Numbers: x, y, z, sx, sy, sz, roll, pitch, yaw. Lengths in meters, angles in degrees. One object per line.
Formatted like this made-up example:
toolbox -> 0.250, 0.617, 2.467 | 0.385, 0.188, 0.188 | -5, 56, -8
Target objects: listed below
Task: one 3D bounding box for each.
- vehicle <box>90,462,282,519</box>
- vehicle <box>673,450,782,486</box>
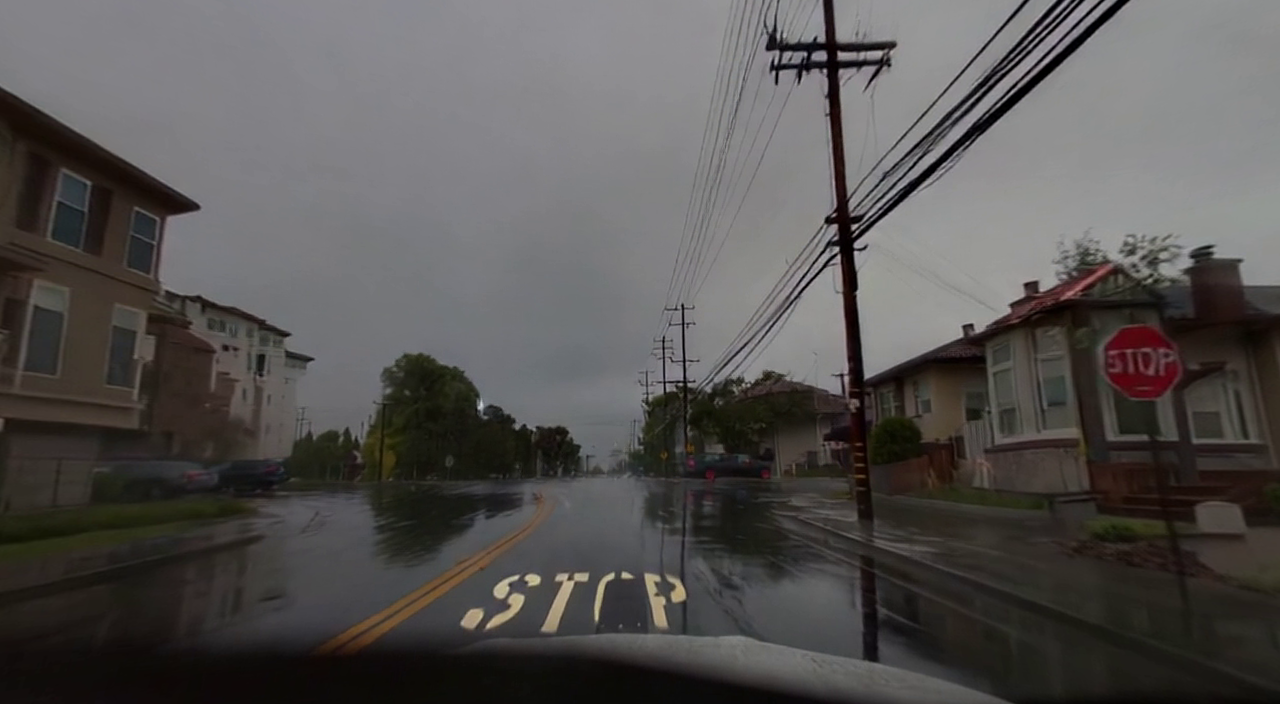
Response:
vehicle -> -13.257, 4.048, 18.698 | 4.146, 1.535, 1.862 | 0, -9, -3
vehicle -> 4.883, 6.492, 35.482 | 5.578, 1.842, 2.300 | 3, -10, -12
